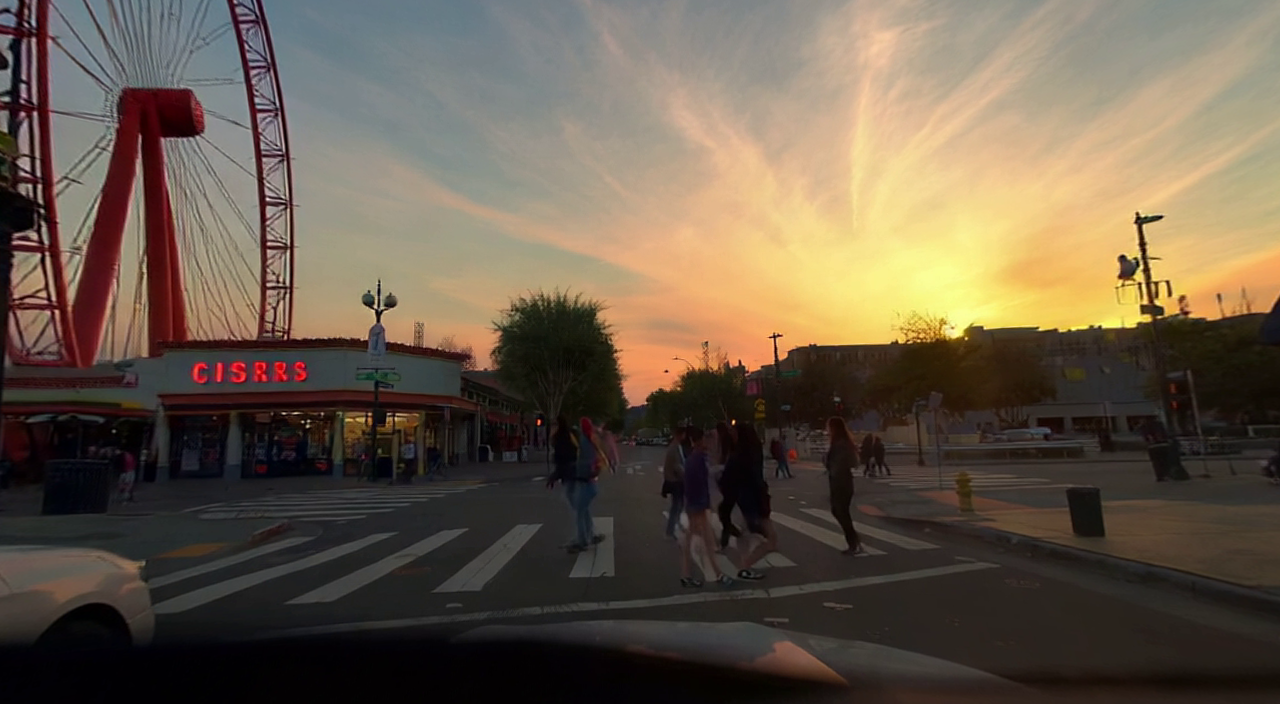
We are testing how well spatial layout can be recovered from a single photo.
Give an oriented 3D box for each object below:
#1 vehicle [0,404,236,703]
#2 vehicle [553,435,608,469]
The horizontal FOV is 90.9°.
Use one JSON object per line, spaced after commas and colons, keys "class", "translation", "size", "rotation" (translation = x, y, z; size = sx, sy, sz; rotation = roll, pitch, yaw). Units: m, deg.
{"class": "vehicle", "translation": [-3.376, 0.789, 1.188], "size": [1.940, 1.505, 4.676], "rotation": [-1, -9, 3]}
{"class": "vehicle", "translation": [-3.910, 6.364, 40.259], "size": [2.549, 2.000, 5.699], "rotation": [2, -9, -15]}
